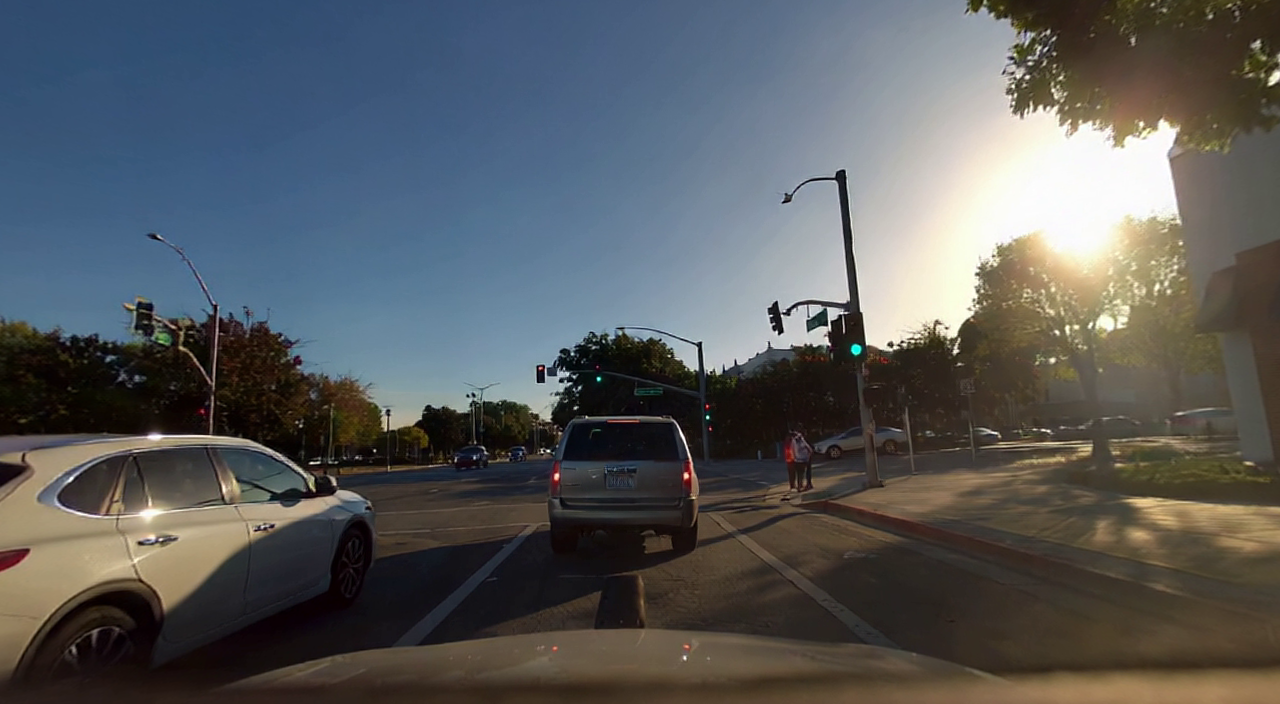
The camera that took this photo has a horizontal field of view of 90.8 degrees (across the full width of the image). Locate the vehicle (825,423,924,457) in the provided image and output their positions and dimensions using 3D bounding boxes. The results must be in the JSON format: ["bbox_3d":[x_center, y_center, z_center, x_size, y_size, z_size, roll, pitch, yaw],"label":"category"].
[{"bbox_3d":[13.051,4.910,35.197,4.872,1.806,2.107,3,-9,-20],"label":"vehicle"}]

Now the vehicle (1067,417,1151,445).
[{"bbox_3d":[27.736,4.693,37.386,3.830,1.545,2.006,3,-9,-18],"label":"vehicle"}]

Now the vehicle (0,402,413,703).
[{"bbox_3d":[-3.374,1.264,4.554,2.011,1.527,4.008,0,-8,-1],"label":"vehicle"}]

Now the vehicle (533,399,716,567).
[{"bbox_3d":[-0.176,1.796,9.343,2.059,1.877,4.249,0,-8,0],"label":"vehicle"}]

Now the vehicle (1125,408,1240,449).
[{"bbox_3d":[29.383,4.129,34.243,5.215,1.967,2.392,1,-8,-22],"label":"vehicle"}]
